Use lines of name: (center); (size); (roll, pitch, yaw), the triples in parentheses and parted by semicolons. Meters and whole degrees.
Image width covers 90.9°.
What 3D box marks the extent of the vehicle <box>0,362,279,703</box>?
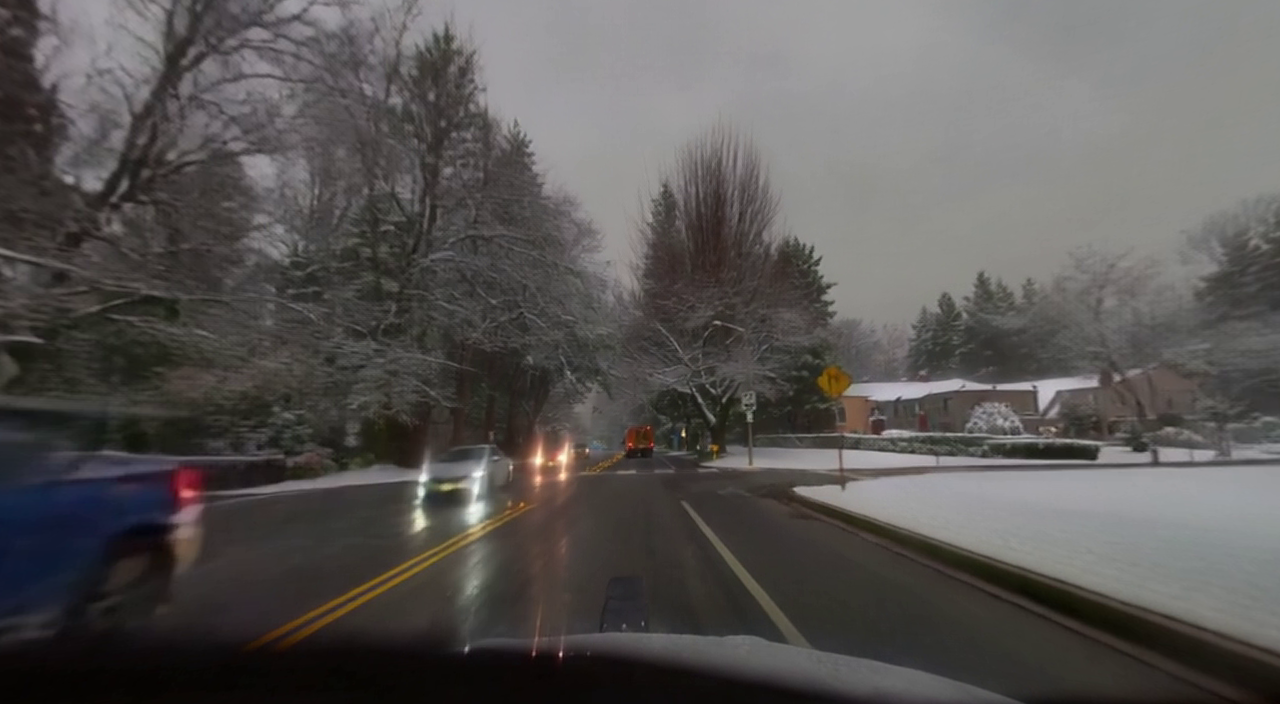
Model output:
vehicle: (-4.400, 0.970, 3.321); (2.134, 1.821, 4.719); (0, -8, 0)

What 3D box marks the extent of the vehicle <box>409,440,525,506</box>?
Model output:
vehicle: (-4.402, 3.123, 16.769); (1.862, 1.491, 4.266); (0, -8, 0)

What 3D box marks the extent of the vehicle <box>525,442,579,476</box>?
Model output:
vehicle: (-4.235, 5.201, 30.948); (1.979, 1.532, 4.212); (0, -8, 0)
